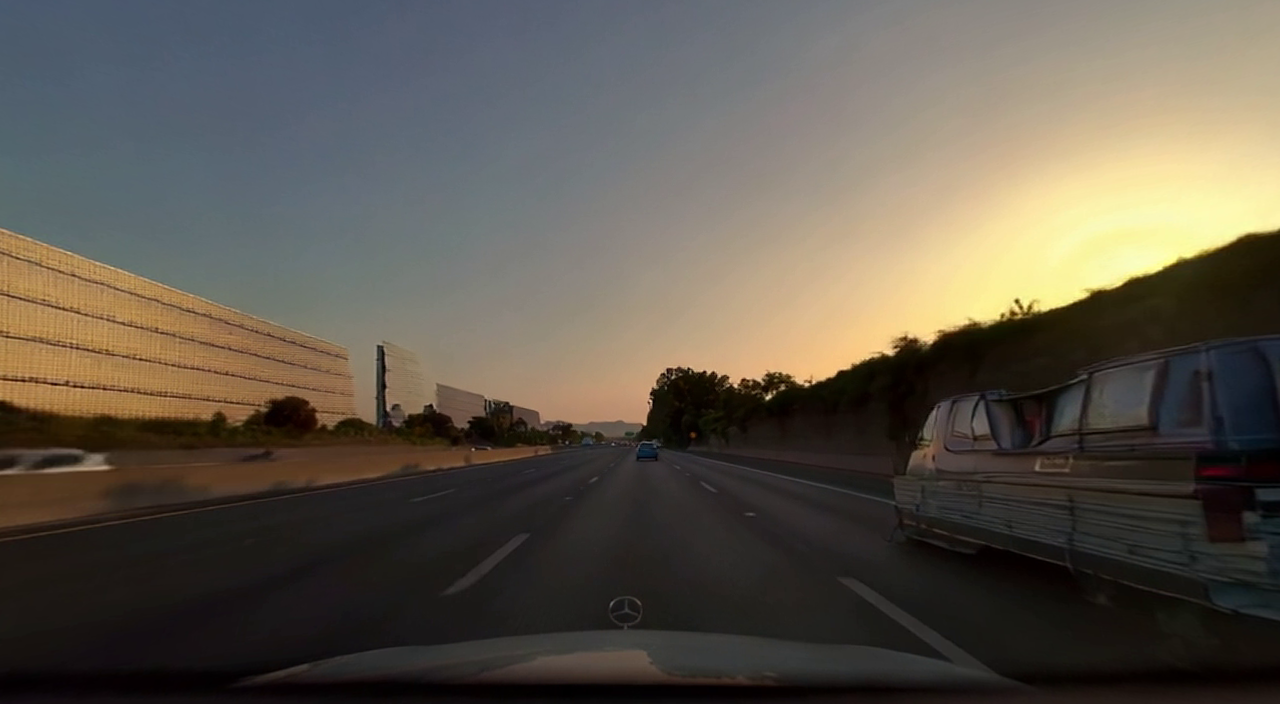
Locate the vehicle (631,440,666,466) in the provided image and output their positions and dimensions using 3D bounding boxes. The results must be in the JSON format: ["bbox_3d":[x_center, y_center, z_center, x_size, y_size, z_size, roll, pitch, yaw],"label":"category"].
[{"bbox_3d":[0.485,6.017,37.566,1.997,1.484,3.409,0,-8,0],"label":"vehicle"}]
